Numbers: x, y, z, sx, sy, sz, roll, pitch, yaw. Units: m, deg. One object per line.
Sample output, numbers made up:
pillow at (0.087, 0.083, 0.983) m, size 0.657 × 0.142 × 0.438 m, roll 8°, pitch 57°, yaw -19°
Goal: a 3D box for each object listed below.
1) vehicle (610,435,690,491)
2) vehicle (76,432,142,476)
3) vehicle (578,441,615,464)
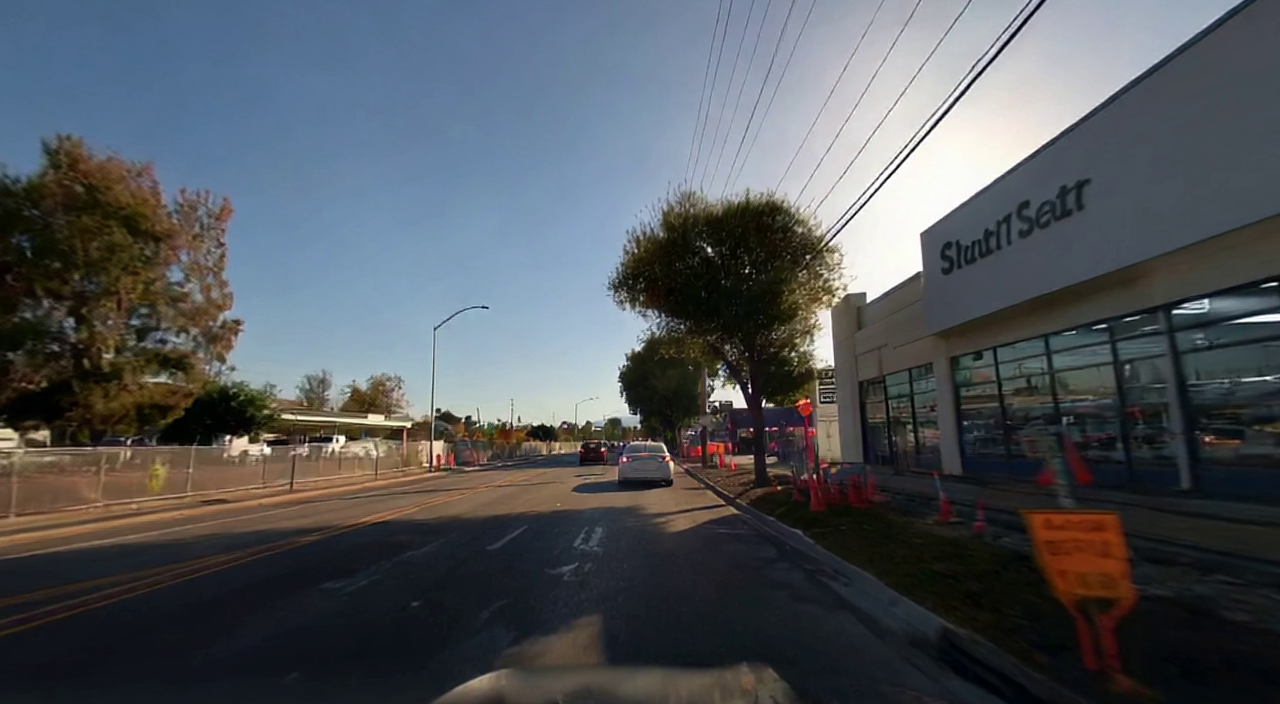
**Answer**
vehicle at (0.256, 3.325, 19.117) m, size 2.144 × 1.514 × 4.063 m, roll 0°, pitch -8°, yaw 0°
vehicle at (-32.280, 6.172, 38.222) m, size 1.805 × 2.504 × 2.723 m, roll 1°, pitch -8°, yaw -11°
vehicle at (-3.066, 7.182, 45.045) m, size 2.208 × 1.520 × 4.358 m, roll 0°, pitch -8°, yaw 1°
